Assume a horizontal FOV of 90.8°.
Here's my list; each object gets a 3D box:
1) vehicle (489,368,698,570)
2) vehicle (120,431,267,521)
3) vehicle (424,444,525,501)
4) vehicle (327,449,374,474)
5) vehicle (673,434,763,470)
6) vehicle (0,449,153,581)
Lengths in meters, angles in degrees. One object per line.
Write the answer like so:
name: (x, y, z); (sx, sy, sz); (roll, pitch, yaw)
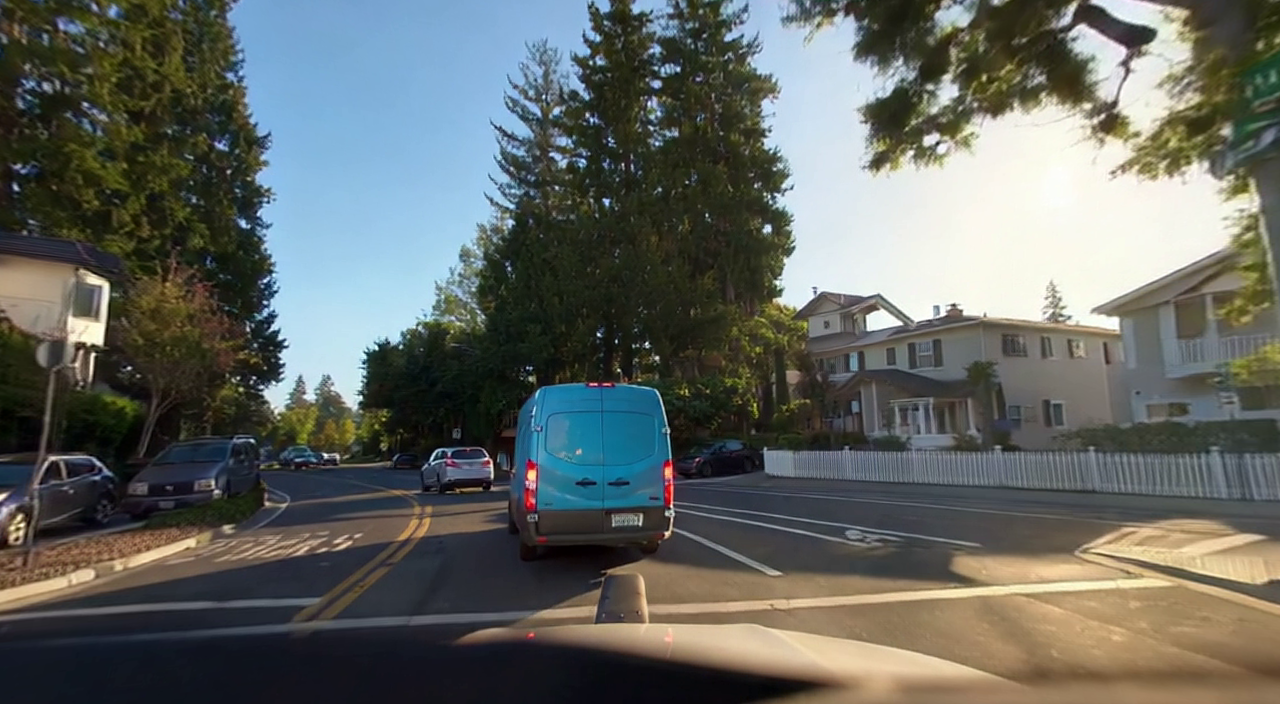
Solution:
vehicle: (-1.019, 1.611, 9.318); (2.213, 2.124, 4.809); (2, -9, -14)
vehicle: (-11.238, 3.071, 16.387); (2.228, 1.871, 5.492); (4, -10, -27)
vehicle: (-5.031, 3.471, 18.741); (2.008, 1.445, 4.386); (4, -9, -26)
vehicle: (-18.810, 7.078, 40.917); (1.911, 1.493, 4.291); (6, -10, -35)
vehicle: (4.124, 5.204, 33.171); (4.559, 1.754, 1.985); (6, -11, -36)
vehicle: (-8.377, 1.959, 7.820); (1.952, 1.461, 4.377); (2, -9, -13)
